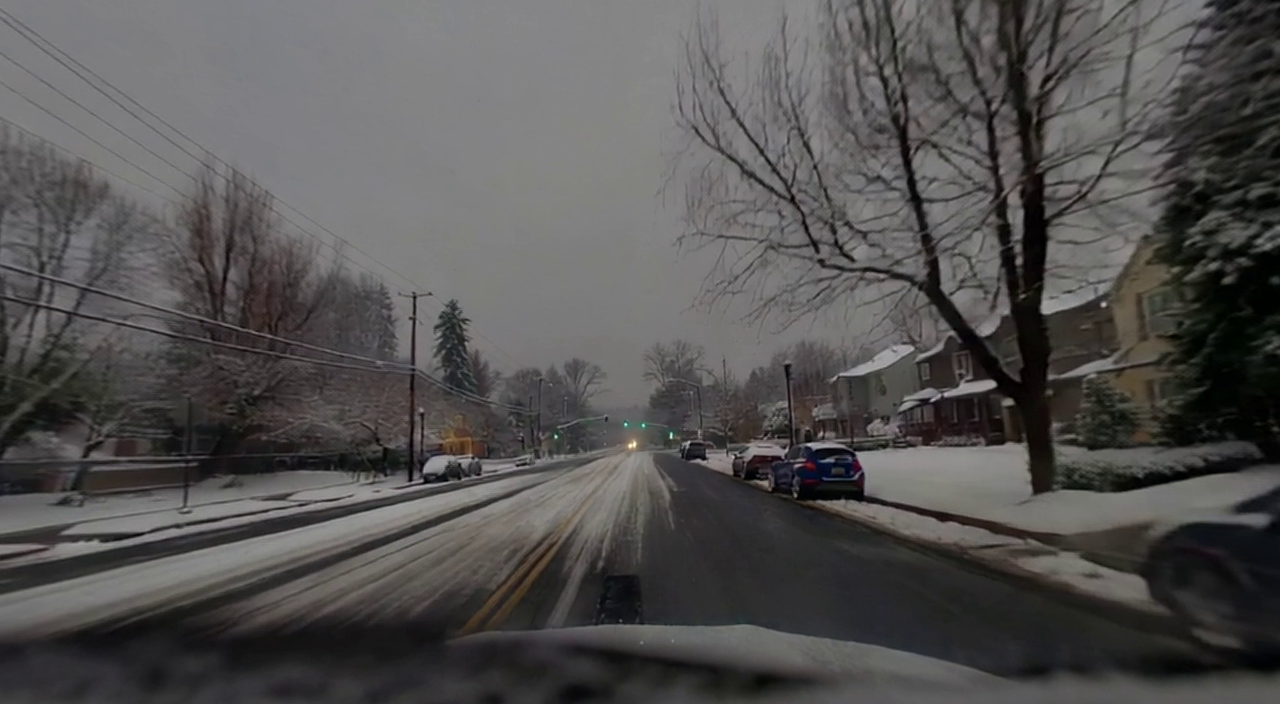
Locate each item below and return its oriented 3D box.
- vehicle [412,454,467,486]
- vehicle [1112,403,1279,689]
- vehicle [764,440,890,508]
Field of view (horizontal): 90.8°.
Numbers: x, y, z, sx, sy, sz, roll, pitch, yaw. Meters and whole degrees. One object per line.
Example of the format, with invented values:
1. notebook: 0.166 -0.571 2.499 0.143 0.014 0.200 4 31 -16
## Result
1. vehicle: -11.324 6.673 35.970 1.845 1.626 4.105 0 -8 -2
2. vehicle: 4.557 0.907 2.385 1.934 1.573 4.547 0 -8 -1
3. vehicle: 4.710 3.121 16.657 1.924 1.516 4.163 0 -8 -2
